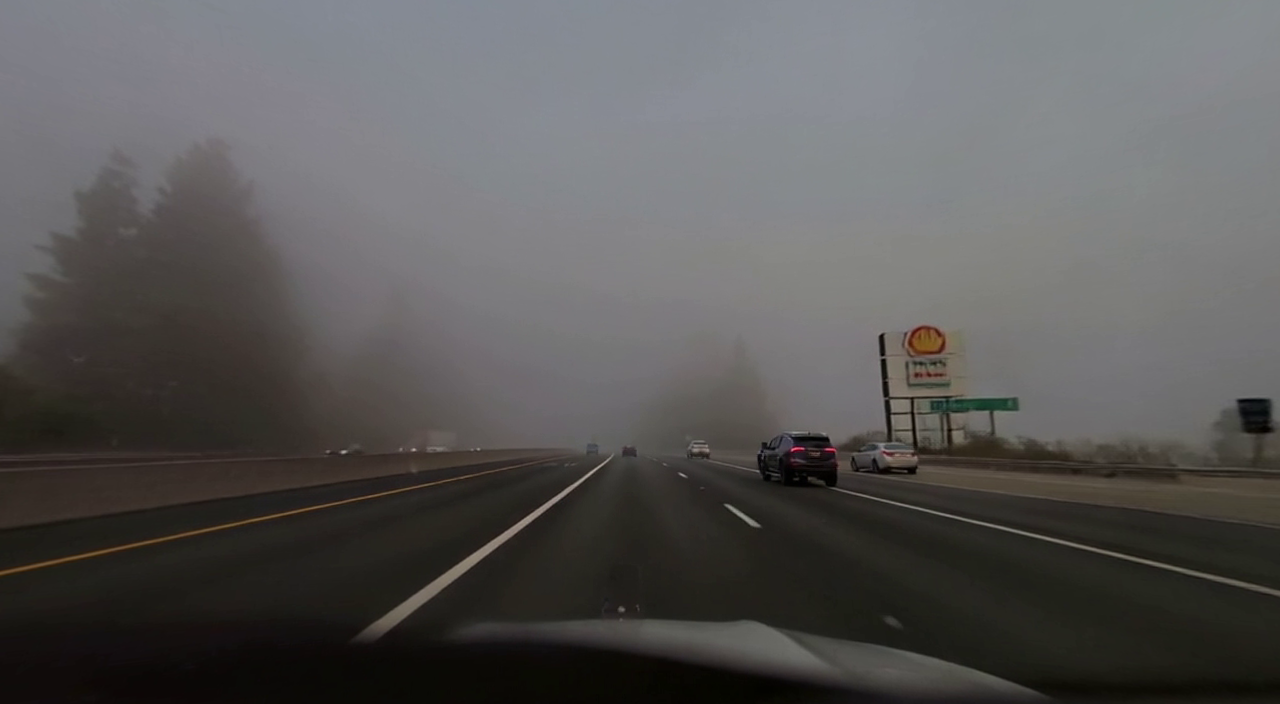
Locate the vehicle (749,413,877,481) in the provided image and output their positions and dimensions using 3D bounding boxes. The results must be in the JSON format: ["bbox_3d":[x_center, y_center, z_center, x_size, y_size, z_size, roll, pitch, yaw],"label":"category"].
[{"bbox_3d":[6.680,3.876,25.788,2.779,2.339,8.073,0,-8,-1],"label":"vehicle"}]

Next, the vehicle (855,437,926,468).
[{"bbox_3d":[14.070,5.668,35.627,2.072,1.611,4.387,0,-8,-2],"label":"vehicle"}]
